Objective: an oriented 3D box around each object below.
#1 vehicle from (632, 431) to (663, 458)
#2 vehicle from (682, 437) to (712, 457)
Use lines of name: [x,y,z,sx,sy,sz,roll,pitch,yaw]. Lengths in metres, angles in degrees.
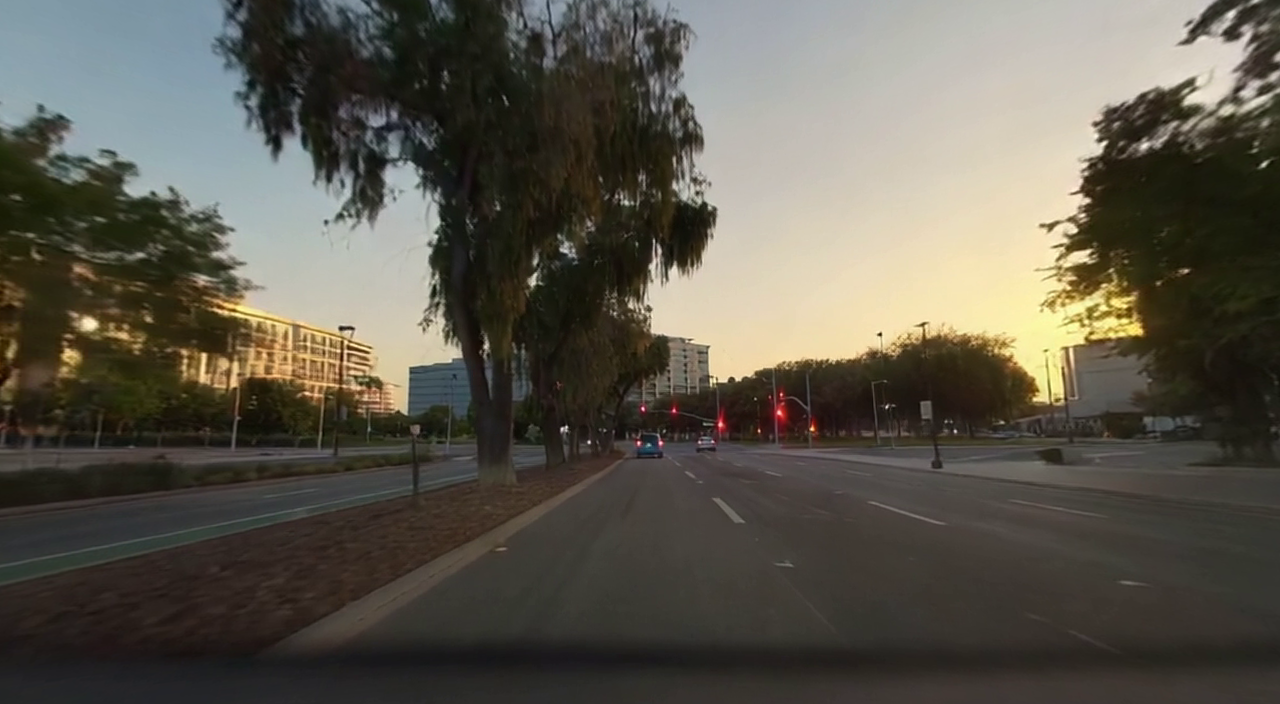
vehicle: [0.615,7.094,48.539,2.267,1.926,4.708,0,-8,1]
vehicle: [4.352,7.311,48.623,1.998,1.460,3.898,0,-8,1]
